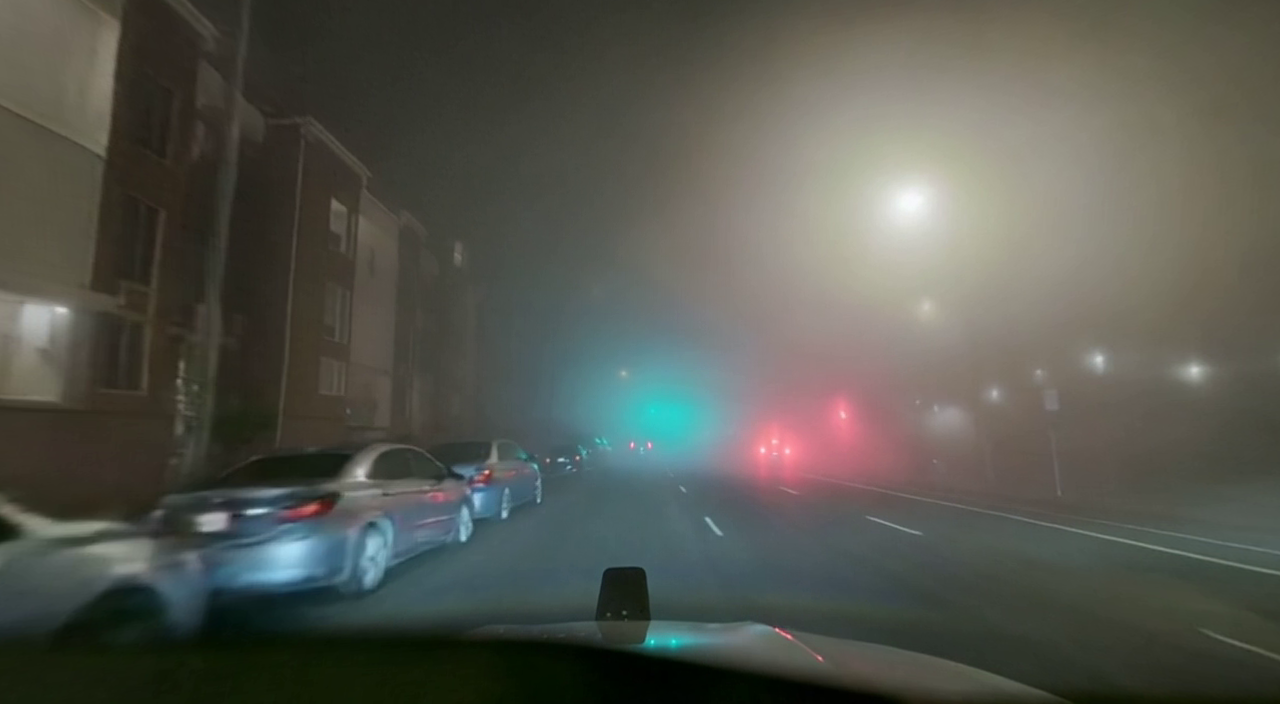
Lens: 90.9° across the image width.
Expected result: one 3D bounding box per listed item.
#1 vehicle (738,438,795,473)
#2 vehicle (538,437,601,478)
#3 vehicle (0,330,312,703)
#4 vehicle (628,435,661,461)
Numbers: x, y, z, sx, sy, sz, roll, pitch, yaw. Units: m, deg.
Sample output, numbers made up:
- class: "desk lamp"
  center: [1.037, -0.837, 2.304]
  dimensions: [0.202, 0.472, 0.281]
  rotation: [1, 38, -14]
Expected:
- class: "vehicle"
  center: [5.637, 4.647, 28.429]
  dimensions: [1.799, 1.463, 3.464]
  rotation: [0, -8, -1]
- class: "vehicle"
  center: [-2.705, 4.151, 25.149]
  dimensions: [1.843, 1.482, 4.310]
  rotation: [-1, -8, 3]
- class: "vehicle"
  center: [-3.204, 0.723, 1.707]
  dimensions: [2.199, 1.676, 4.486]
  rotation: [0, -8, 0]
- class: "vehicle"
  center: [0.298, 6.494, 42.845]
  dimensions: [2.122, 1.689, 3.885]
  rotation: [0, -8, 1]
